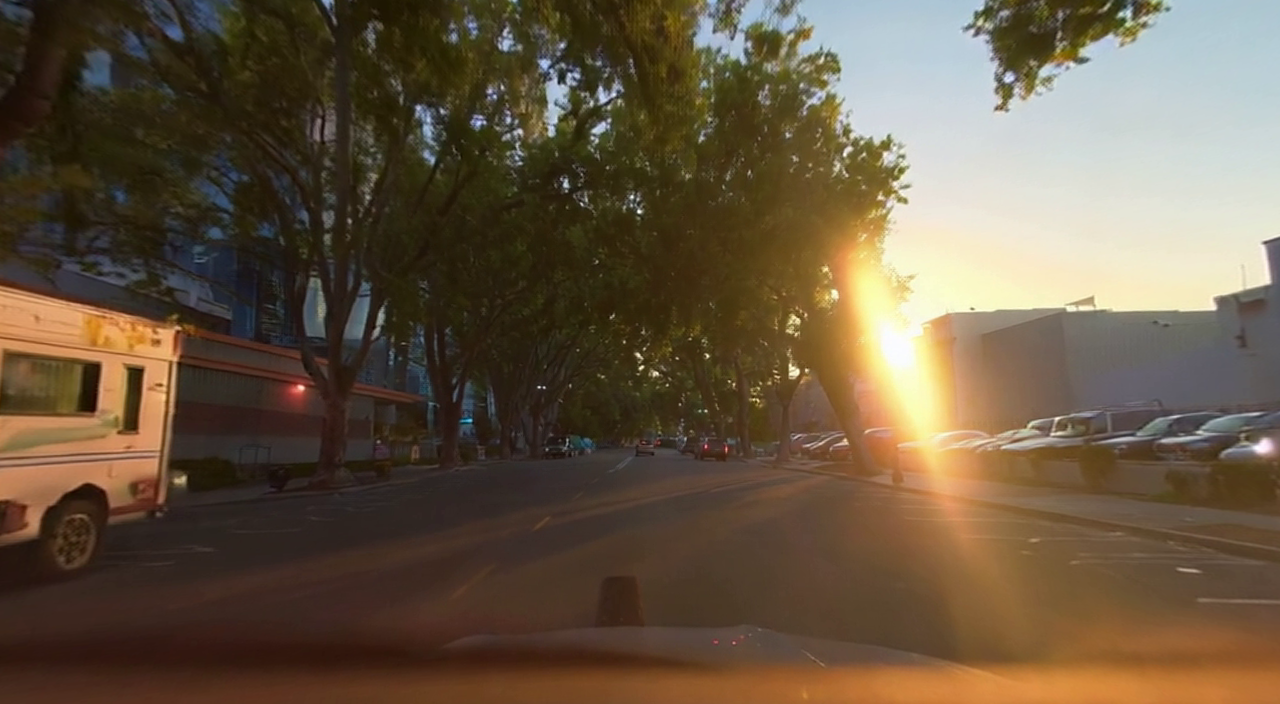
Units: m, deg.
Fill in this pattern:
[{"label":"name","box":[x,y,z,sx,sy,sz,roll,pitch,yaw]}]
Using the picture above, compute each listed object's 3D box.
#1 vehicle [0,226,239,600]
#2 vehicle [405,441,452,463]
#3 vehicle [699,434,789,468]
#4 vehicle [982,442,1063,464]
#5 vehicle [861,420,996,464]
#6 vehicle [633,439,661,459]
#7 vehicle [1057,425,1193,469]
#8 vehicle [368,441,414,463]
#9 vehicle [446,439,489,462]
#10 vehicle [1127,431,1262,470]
[{"label":"vehicle","box":[-7.050,0.496,5.156,2.968,3.222,7.036,-1,-8,-1]},{"label":"vehicle","box":[-16.270,7.701,48.716,1.850,1.531,4.256,0,-7,5]},{"label":"vehicle","box":[5.679,5.380,34.376,4.626,1.723,1.939,5,-10,-32]},{"label":"vehicle","box":[27.088,7.150,44.829,4.558,1.452,1.790,0,-8,0]},{"label":"vehicle","box":[14.191,4.442,31.351,5.540,2.045,2.259,0,-8,-1]},{"label":"vehicle","box":[0.491,7.563,49.417,2.046,1.445,4.001,0,-8,-2]},{"label":"vehicle","box":[26.260,5.176,34.339,5.596,2.168,2.307,2,-8,-3]},{"label":"vehicle","box":[-19.286,7.791,49.117,1.880,1.617,3.870,-1,-8,2]},{"label":"vehicle","box":[-13.401,7.644,49.350,1.888,1.657,4.138,0,-7,5]},{"label":"vehicle","box":[27.023,4.818,30.923,4.591,1.808,2.016,0,-9,1]}]
